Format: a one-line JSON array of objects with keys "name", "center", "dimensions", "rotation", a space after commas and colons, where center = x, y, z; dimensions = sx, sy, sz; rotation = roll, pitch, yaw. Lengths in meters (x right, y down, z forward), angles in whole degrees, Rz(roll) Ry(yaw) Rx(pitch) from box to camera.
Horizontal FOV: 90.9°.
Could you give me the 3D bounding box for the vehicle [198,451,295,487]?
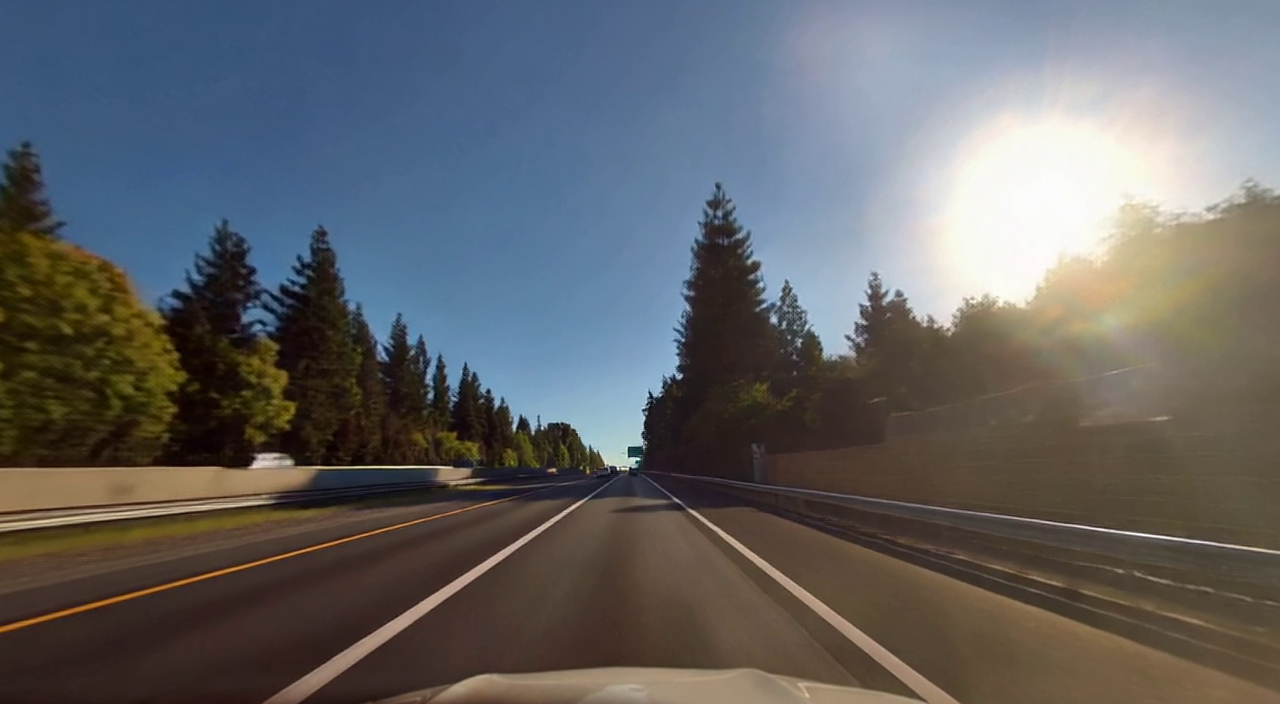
[{"name": "vehicle", "center": [-16.917, 5.063, 27.333], "dimensions": [1.740, 1.434, 3.717], "rotation": [1, -10, 0]}]
